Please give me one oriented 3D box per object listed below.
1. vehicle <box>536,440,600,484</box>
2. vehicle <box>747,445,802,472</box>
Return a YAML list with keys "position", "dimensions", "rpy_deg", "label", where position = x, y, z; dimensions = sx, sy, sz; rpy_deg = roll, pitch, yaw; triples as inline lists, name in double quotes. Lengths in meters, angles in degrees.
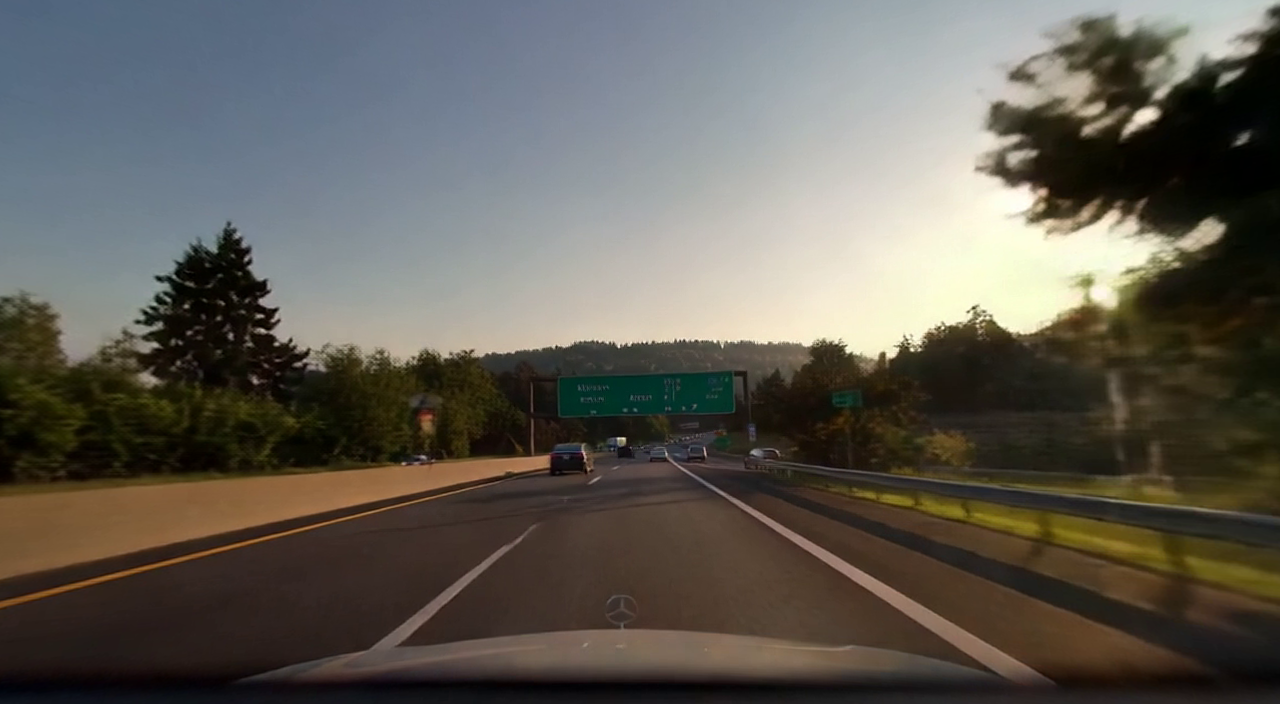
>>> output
- position: [-2.886, 4.490, 26.103]
  dimensions: [2.037, 1.638, 4.274]
  rpy_deg: [0, -9, 1]
  label: "vehicle"
- position: [8.611, 6.847, 40.784]
  dimensions: [2.021, 1.639, 4.203]
  rpy_deg: [1, -9, -10]
  label: "vehicle"
